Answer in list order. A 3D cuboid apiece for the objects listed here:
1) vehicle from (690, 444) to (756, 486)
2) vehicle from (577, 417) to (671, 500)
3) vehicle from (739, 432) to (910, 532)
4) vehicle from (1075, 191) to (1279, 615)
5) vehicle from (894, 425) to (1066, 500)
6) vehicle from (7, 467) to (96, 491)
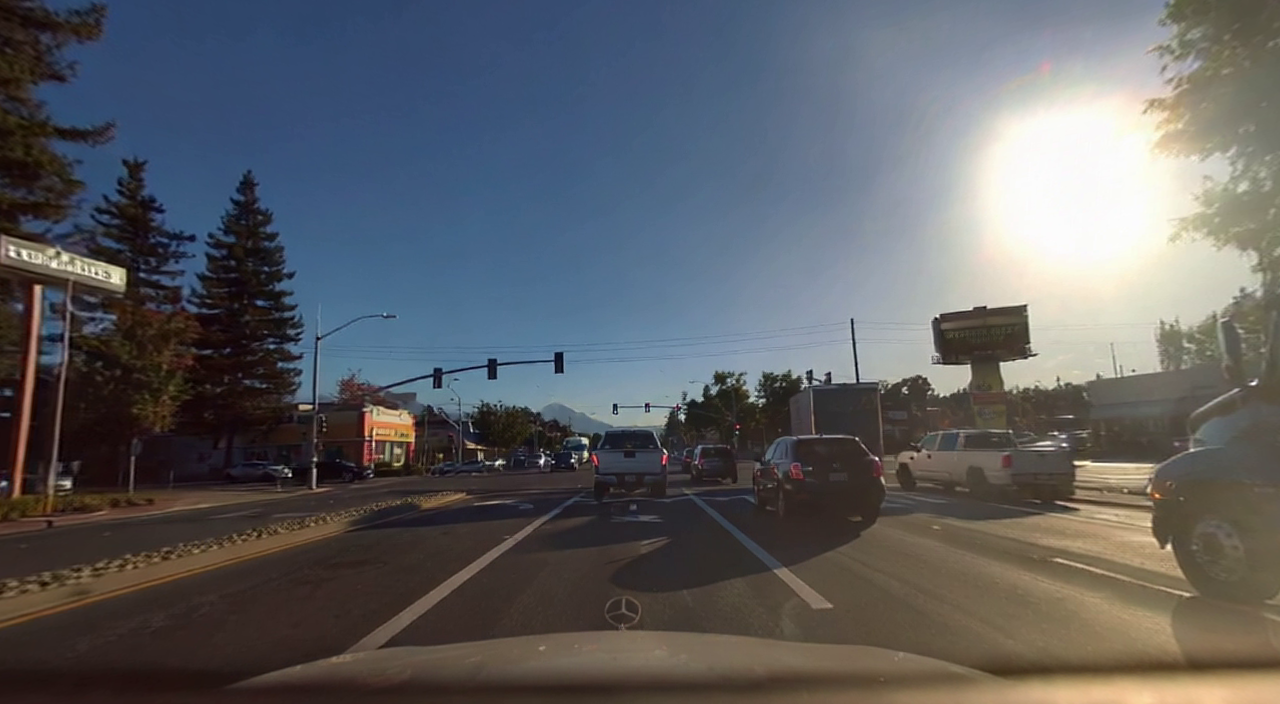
[{"bbox_3d":[3.151,4.420,25.006,1.922,1.483,4.436,0,-9,-1],"label":"vehicle"},{"bbox_3d":[-0.461,3.236,19.460,2.499,2.183,5.111,0,-9,-1],"label":"vehicle"},{"bbox_3d":[3.363,2.472,12.713,1.905,1.587,4.998,0,-9,0],"label":"vehicle"},{"bbox_3d":[6.473,0.165,3.443,2.802,3.322,7.429,0,-9,0],"label":"vehicle"},{"bbox_3d":[10.229,3.395,19.759,2.163,1.973,5.692,0,-9,-1],"label":"vehicle"},{"bbox_3d":[-38.172,8.221,41.011,4.150,1.474,1.826,-2,-9,7],"label":"vehicle"}]
